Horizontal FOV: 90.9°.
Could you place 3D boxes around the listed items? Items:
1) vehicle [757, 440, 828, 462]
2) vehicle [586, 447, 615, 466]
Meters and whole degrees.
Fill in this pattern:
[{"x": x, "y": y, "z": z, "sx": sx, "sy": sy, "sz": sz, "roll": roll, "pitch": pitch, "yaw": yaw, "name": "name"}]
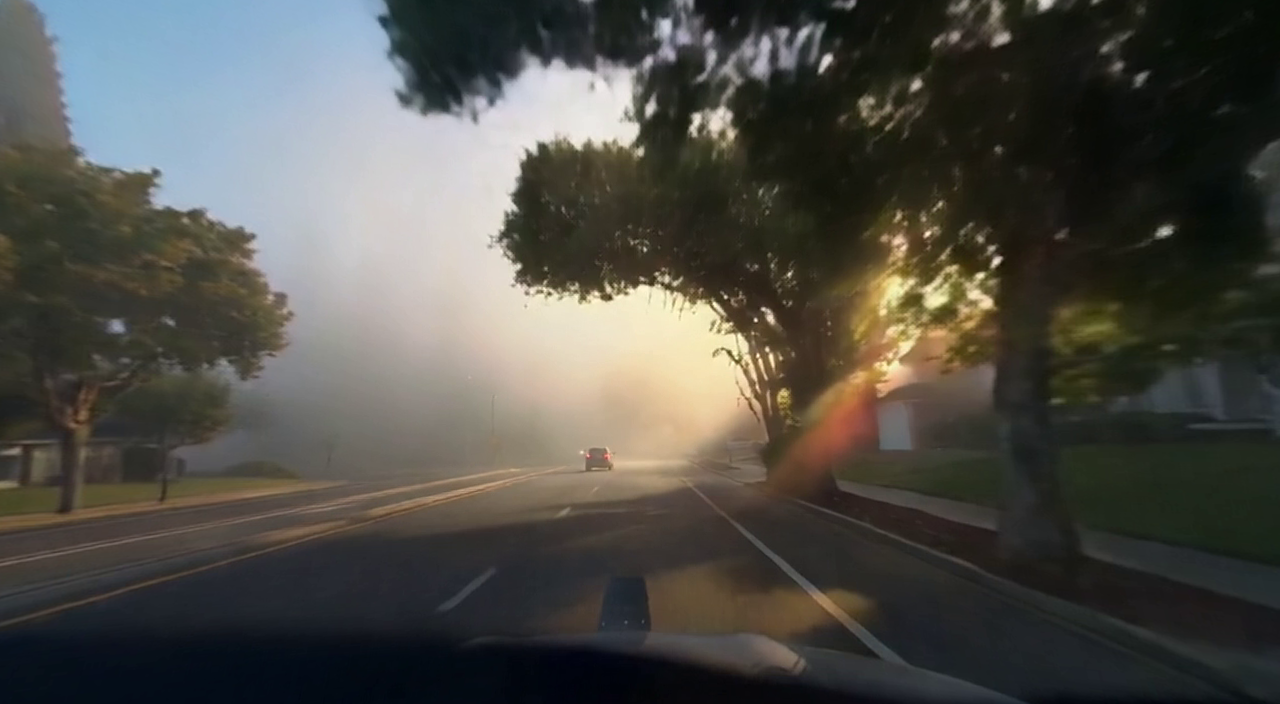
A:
[{"x": 10.856, "y": 7.052, "z": 45.088, "sx": 4.606, "sy": 1.525, "sz": 1.932, "roll": 0, "pitch": -8, "yaw": 0, "name": "vehicle"}, {"x": -3.009, "y": 8.123, "z": 49.191, "sx": 1.973, "sy": 1.400, "sz": 3.915, "roll": 0, "pitch": -8, "yaw": 1, "name": "vehicle"}]
